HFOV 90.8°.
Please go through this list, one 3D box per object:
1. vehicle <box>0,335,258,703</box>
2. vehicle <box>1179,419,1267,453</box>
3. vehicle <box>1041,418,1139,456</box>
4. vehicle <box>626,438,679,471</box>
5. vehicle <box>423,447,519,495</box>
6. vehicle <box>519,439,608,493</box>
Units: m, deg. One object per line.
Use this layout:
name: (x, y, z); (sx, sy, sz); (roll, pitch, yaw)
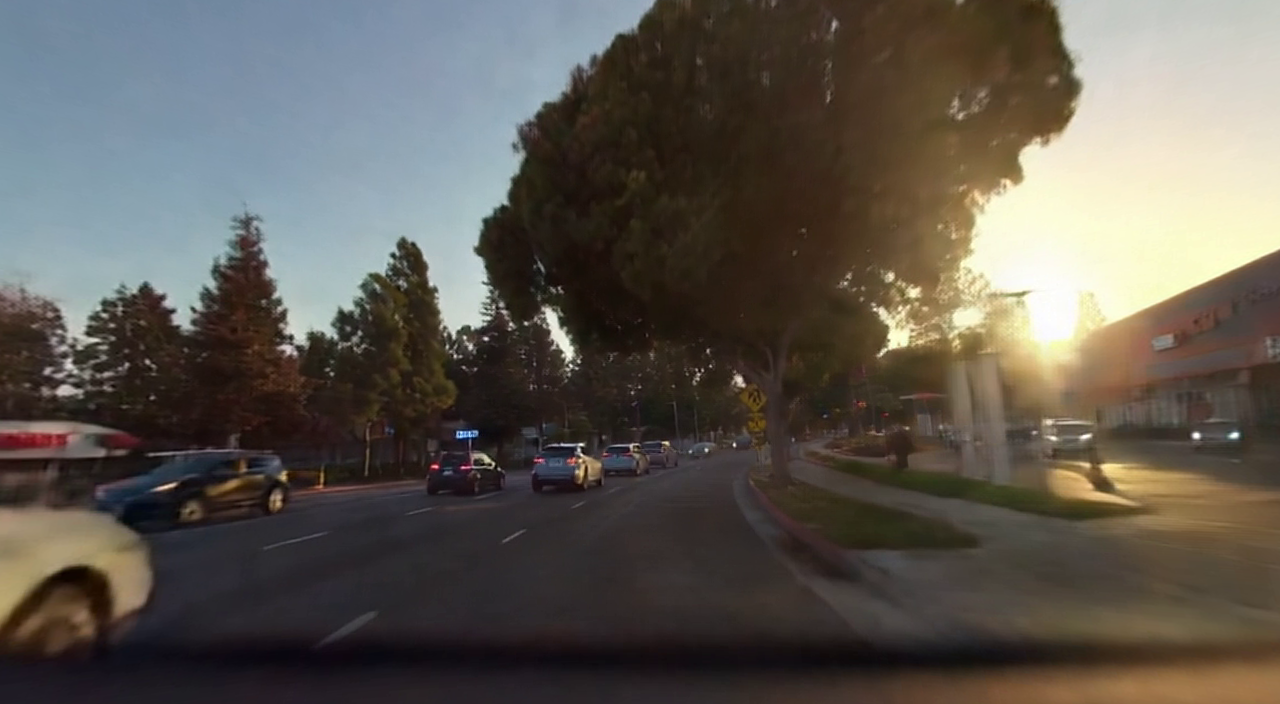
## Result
vehicle: (-3.691, 0.738, 1.819); (2.168, 1.783, 4.695); (-1, -9, 1)
vehicle: (26.473, 3.851, 28.667); (4.106, 1.450, 1.901); (6, -10, -34)
vehicle: (23.162, 4.404, 32.479); (4.982, 1.789, 2.303); (6, -10, -33)
vehicle: (0.812, 6.083, 37.669); (2.167, 1.832, 4.679); (-2, -9, 14)
vehicle: (-6.068, 4.304, 23.259); (1.974, 1.558, 3.949); (-1, -9, 8)
vehicle: (-2.505, 3.898, 21.926); (2.002, 1.664, 4.113); (-1, -9, 9)
